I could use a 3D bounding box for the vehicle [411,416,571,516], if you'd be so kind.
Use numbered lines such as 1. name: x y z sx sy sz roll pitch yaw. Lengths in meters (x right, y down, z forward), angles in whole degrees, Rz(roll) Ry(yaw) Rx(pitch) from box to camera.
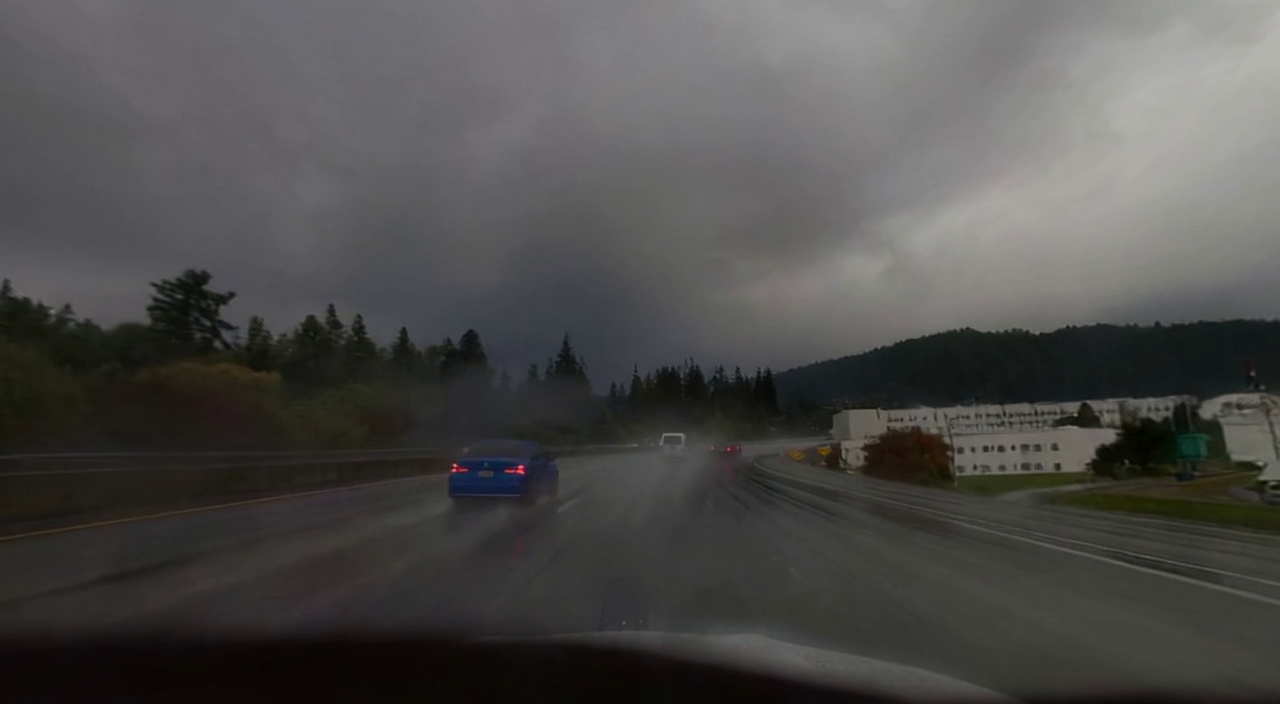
1. vehicle: -3.025 2.469 14.097 2.185 1.823 4.854 0 -9 2

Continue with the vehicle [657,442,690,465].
1. vehicle: 2.356 6.983 43.418 2.158 1.458 3.656 -1 -9 4
